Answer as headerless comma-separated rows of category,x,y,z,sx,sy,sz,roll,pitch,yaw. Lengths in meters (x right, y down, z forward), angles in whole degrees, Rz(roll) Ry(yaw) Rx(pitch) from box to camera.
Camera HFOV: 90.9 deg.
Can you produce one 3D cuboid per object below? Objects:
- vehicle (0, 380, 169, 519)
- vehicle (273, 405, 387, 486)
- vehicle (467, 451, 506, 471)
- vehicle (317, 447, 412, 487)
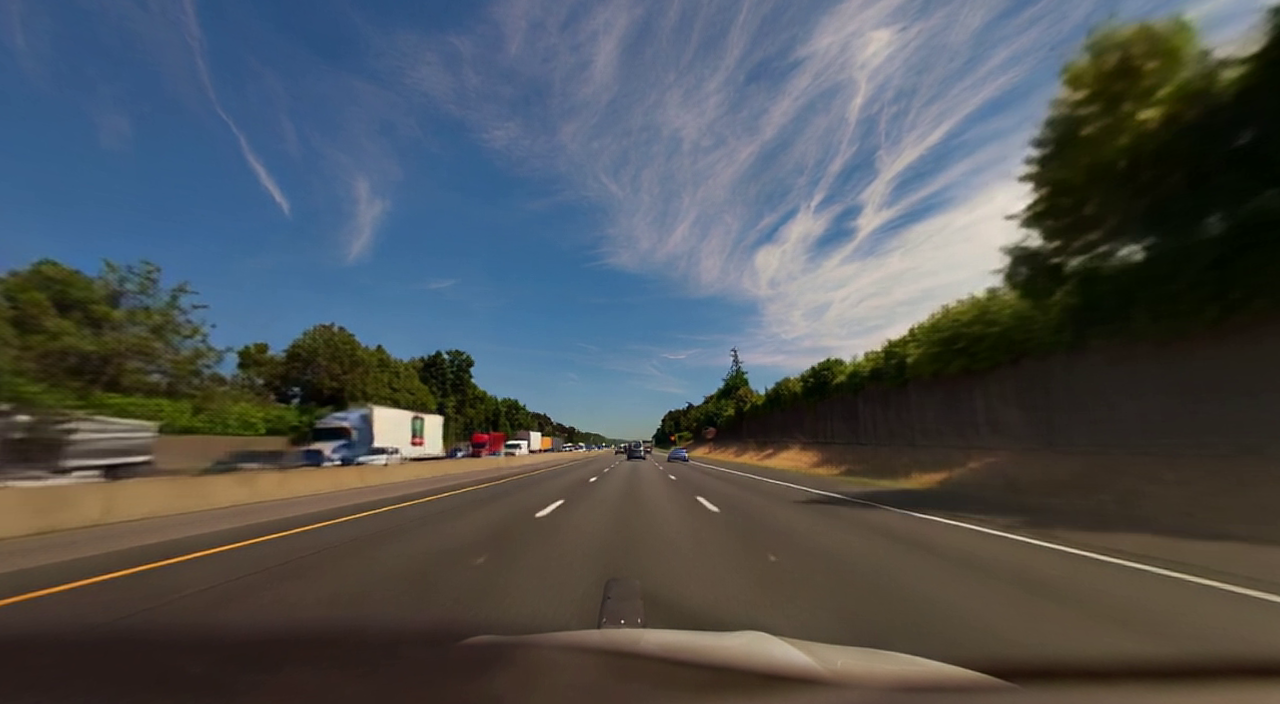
vehicle,-20.337,2.807,18.186,2.813,4.068,14.060,0,-9,-1
vehicle,-16.654,5.125,34.406,2.996,3.982,5.952,0,-9,0
vehicle,-11.702,8.342,48.296,1.945,1.439,4.329,0,-9,-1
vehicle,-11.389,4.764,26.433,1.964,1.522,4.419,0,-9,1
